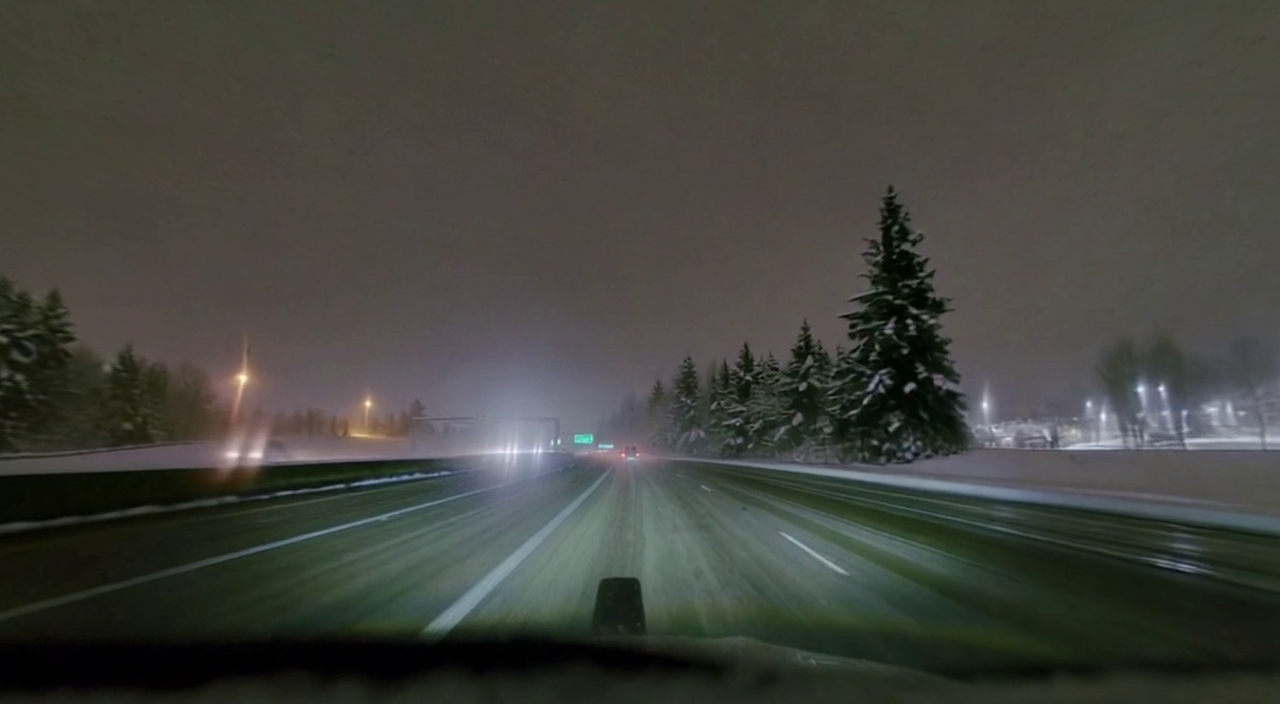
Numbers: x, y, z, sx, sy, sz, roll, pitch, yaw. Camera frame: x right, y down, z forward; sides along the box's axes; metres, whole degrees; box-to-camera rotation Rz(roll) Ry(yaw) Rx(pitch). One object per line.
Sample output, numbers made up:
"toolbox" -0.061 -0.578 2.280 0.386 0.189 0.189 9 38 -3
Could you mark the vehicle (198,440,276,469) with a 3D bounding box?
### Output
"vehicle" -20.775 5.307 32.717 1.655 1.398 3.546 0 -9 0
